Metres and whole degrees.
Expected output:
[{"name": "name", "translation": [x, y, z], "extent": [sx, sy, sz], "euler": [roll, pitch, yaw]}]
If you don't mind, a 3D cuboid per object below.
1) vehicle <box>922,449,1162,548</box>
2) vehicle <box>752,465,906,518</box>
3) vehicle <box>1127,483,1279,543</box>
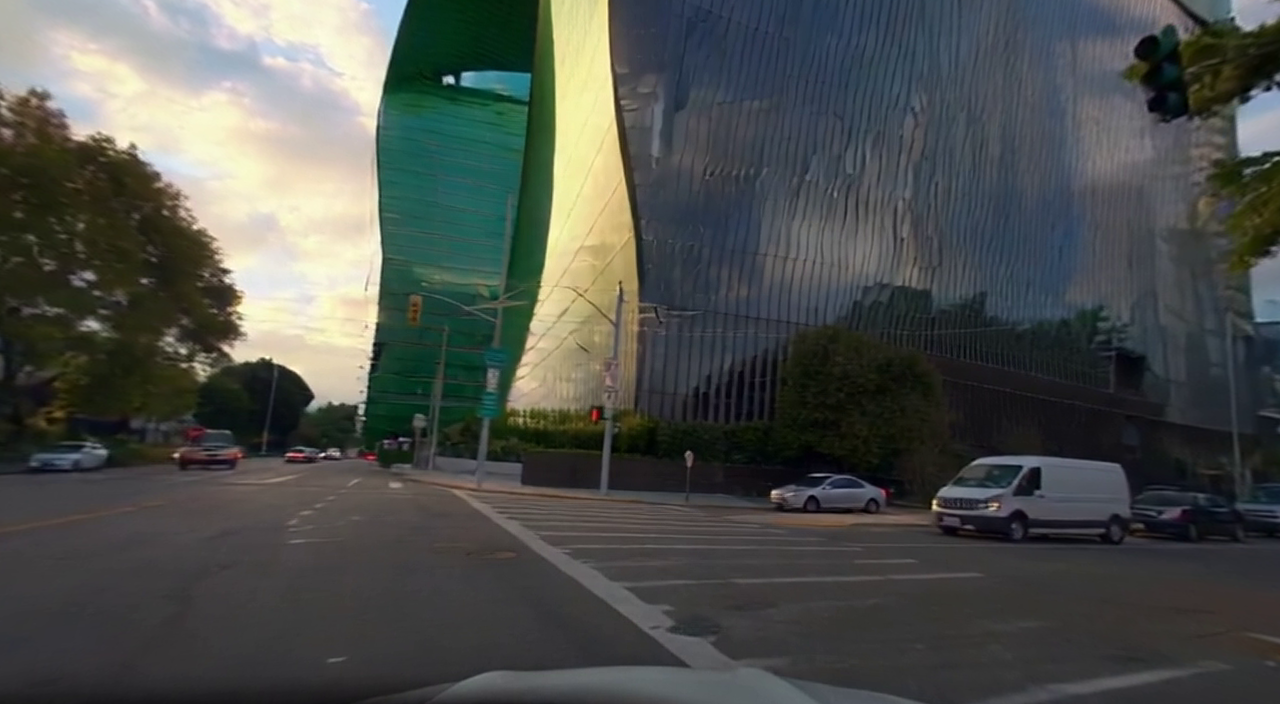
[{"name": "vehicle", "translation": [9.644, 3.432, 15.130], "extent": [5.252, 2.013, 2.104], "euler": [5, -12, -24]}, {"name": "vehicle", "translation": [5.969, 4.373, 19.962], "extent": [4.470, 1.472, 1.868], "euler": [5, -10, -22]}, {"name": "vehicle", "translation": [16.650, 4.560, 18.214], "extent": [4.632, 1.495, 1.853], "euler": [5, -12, -23]}]
